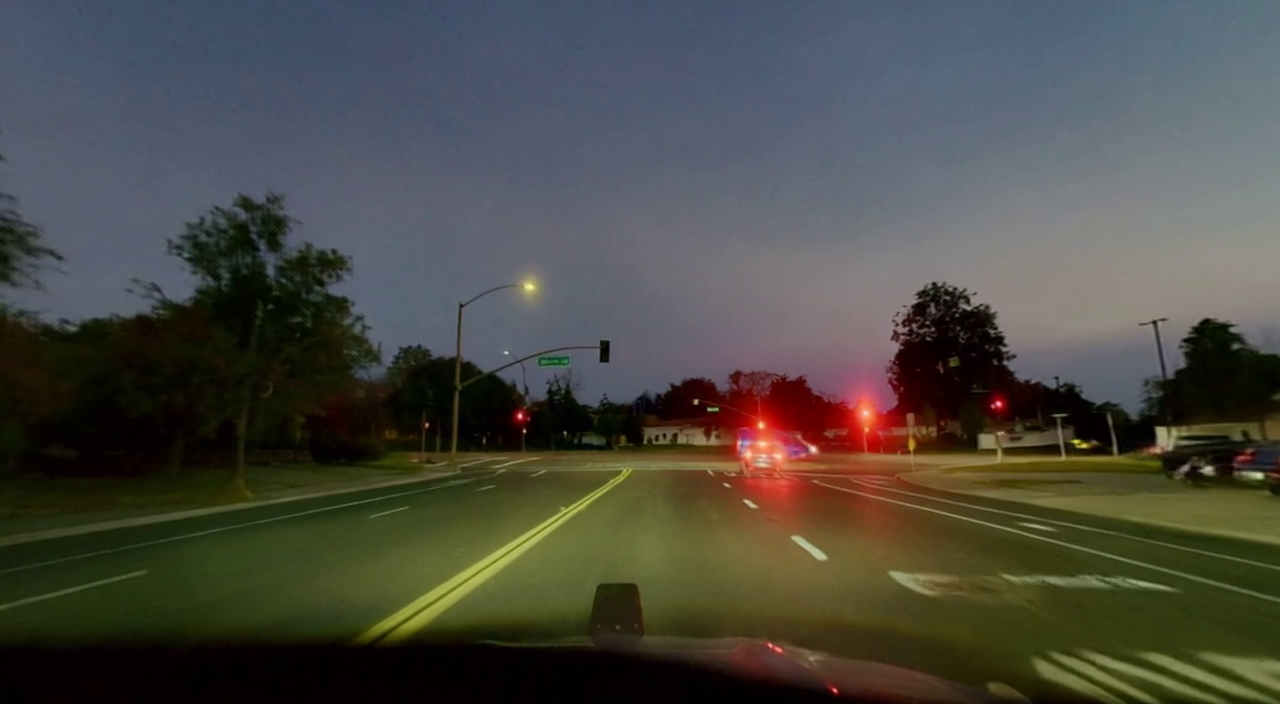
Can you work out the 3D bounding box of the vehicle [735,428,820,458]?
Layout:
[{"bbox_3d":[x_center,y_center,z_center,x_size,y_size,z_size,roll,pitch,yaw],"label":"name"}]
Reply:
[{"bbox_3d":[10.033,6.704,46.521,5.869,2.098,2.206,-1,-9,6],"label":"vehicle"}]

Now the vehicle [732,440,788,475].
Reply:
[{"bbox_3d":[5.575,4.949,29.823,1.947,1.485,4.336,-1,-8,2],"label":"vehicle"}]

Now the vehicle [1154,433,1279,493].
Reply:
[{"bbox_3d":[17.985,3.154,18.092,4.702,1.595,1.986,0,-8,1],"label":"vehicle"}]
